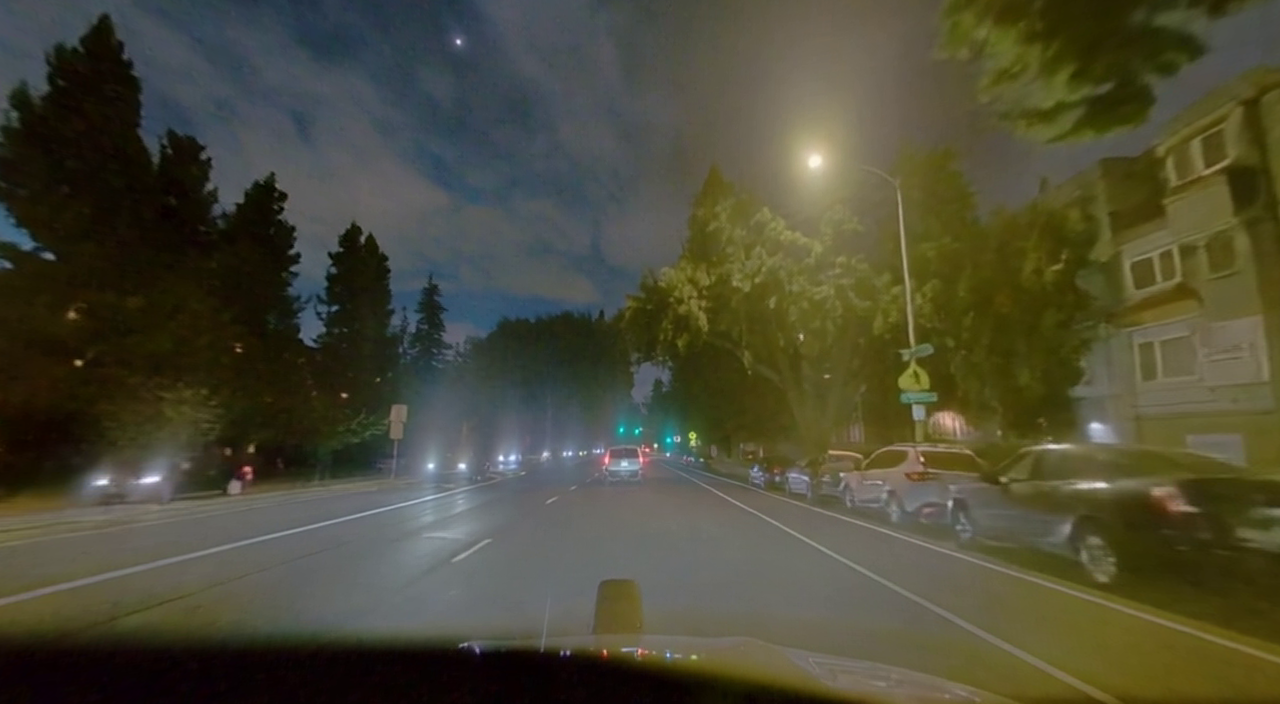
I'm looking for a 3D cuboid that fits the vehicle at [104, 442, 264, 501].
[{"bbox_3d":[-15.802,4.125,22.315,2.038,1.813,4.764,0,-9,0],"label":"vehicle"}]

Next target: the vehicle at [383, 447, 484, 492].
[{"bbox_3d":[-7.473,4.275,23.482,2.105,1.474,4.808,0,-8,1],"label":"vehicle"}]

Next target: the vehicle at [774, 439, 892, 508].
[{"bbox_3d":[5.528,3.525,18.892,1.943,1.778,4.778,0,-9,-1],"label":"vehicle"}]

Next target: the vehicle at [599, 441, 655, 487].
[{"bbox_3d":[-0.496,4.446,25.446,2.070,1.698,3.925,0,-8,0],"label":"vehicle"}]

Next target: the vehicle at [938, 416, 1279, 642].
[{"bbox_3d":[5.574,1.719,7.254,1.996,1.738,4.496,0,-9,-1],"label":"vehicle"}]
